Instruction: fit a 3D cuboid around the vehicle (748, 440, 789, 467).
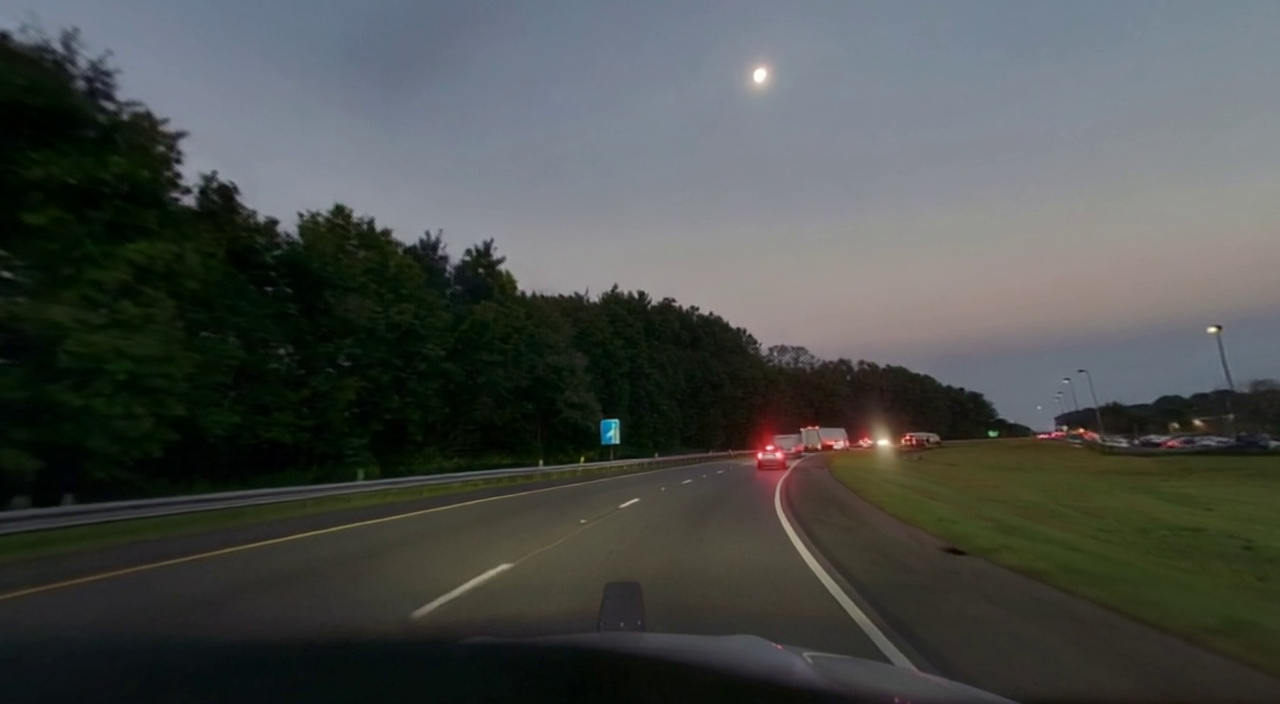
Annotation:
[{"bbox_3d":[8.587,6.713,41.825,2.221,1.674,4.325,-3,-9,16],"label":"vehicle"}]
